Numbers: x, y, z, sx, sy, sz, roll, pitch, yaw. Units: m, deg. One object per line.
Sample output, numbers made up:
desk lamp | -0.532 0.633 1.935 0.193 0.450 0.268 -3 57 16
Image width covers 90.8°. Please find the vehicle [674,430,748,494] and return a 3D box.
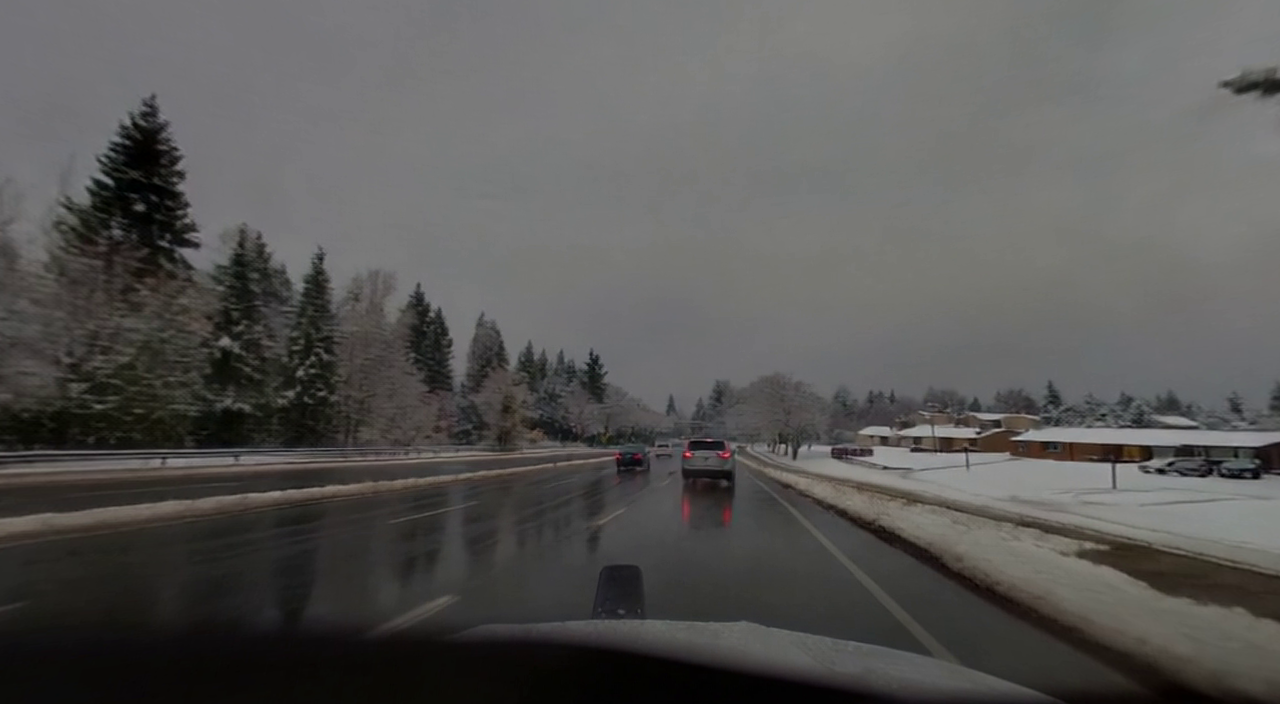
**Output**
vehicle | 2.373 3.517 20.626 2.125 1.830 4.370 -1 -8 8

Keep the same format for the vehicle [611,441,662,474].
vehicle | -0.109 5.588 33.733 2.123 1.592 4.505 -1 -8 7

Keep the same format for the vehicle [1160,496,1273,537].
vehicle | 34.561 9.843 38.127 2.067 1.926 5.010 0 -9 0
